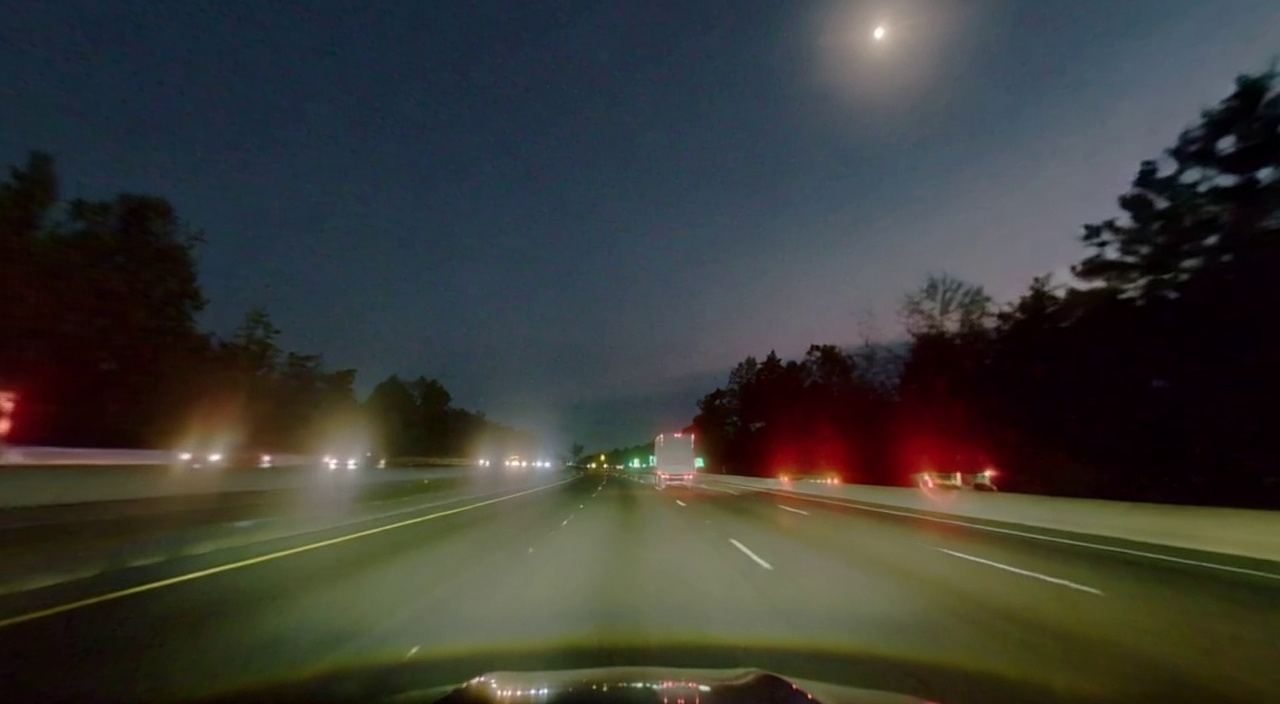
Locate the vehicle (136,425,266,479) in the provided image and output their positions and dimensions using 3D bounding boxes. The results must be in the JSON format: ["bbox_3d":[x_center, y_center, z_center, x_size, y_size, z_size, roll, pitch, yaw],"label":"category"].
[{"bbox_3d":[-22.469,5.263,32.717,2.304,2.498,6.255,1,-11,-2],"label":"vehicle"}]

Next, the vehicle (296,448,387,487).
[{"bbox_3d":[-11.934,4.670,25.490,1.797,1.397,3.811,1,-11,-1],"label":"vehicle"}]
